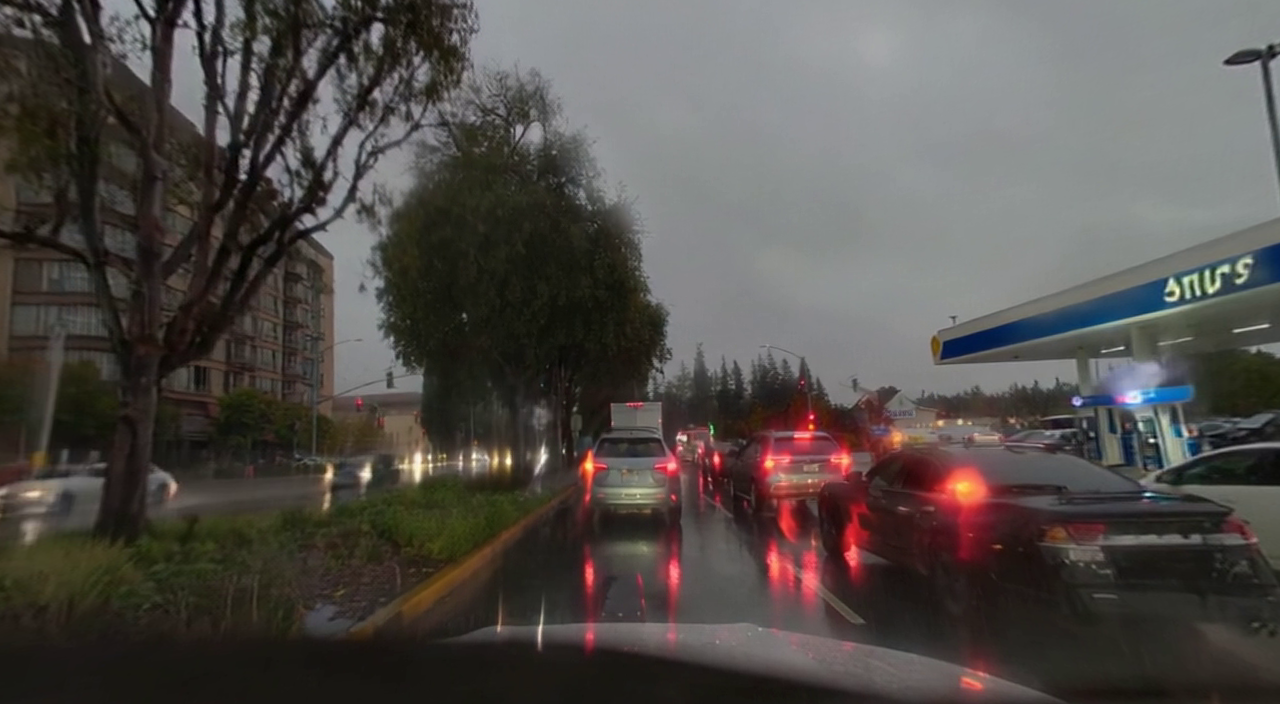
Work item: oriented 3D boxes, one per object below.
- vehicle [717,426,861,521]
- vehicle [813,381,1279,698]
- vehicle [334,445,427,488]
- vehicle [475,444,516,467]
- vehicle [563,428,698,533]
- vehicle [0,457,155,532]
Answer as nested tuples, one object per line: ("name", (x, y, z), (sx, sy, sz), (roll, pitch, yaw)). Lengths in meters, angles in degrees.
("vehicle", (2.928, 2.501, 13.456), (1.995, 1.677, 4.106), (0, -9, -1))
("vehicle", (3.325, 1.336, 5.720), (2.056, 1.700, 4.399), (0, -9, -3))
("vehicle", (-11.062, 4.865, 27.337), (2.055, 1.663, 4.637), (0, -9, 0))
("vehicle", (-11.346, 8.164, 49.881), (2.083, 1.719, 4.497), (-1, -9, 1))
("vehicle", (-0.183, 2.289, 11.765), (2.106, 1.613, 3.697), (0, -9, -1))
("vehicle", (-14.357, 3.318, 15.179), (1.883, 1.479, 4.471), (0, -9, 0))
